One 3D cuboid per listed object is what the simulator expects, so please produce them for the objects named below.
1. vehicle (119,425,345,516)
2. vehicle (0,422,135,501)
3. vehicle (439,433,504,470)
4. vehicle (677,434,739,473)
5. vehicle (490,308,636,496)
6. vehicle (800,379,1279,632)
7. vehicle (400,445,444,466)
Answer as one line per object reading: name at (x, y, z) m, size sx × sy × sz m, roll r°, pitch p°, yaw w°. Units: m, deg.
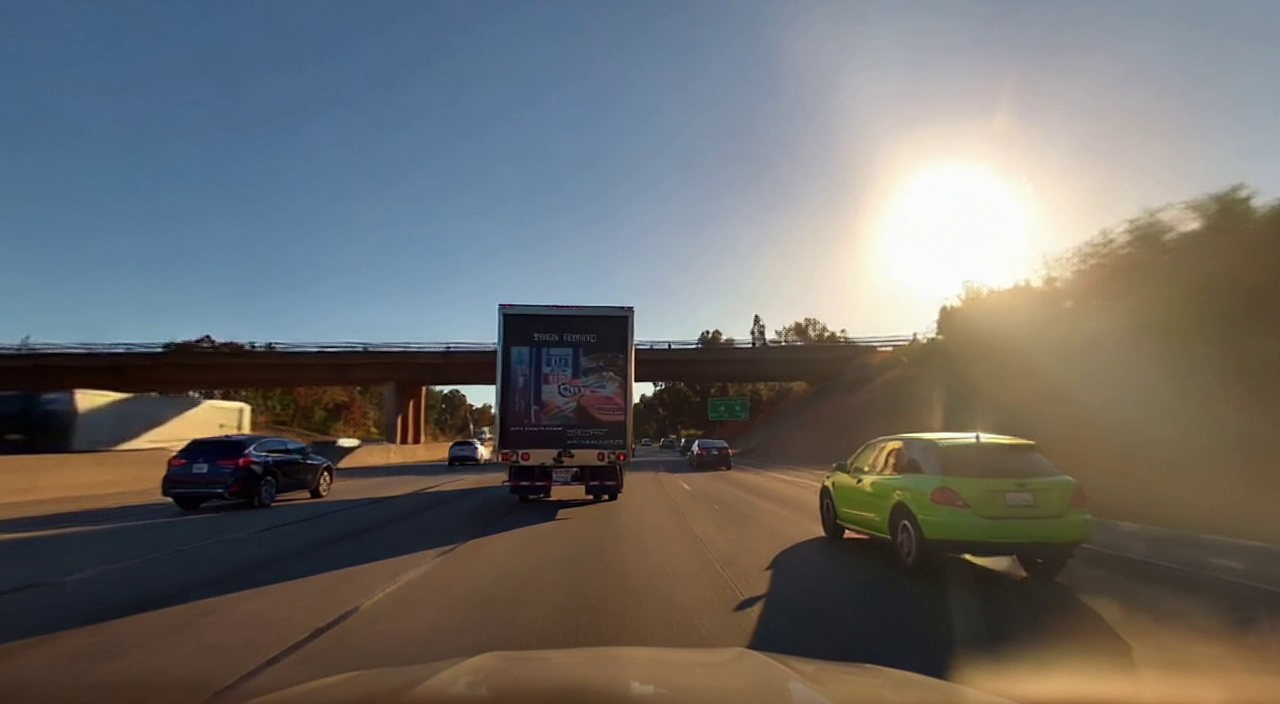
vehicle at (-8.532, 2.477, 13.776) m, size 2.048 × 1.652 × 4.421 m, roll 0°, pitch -8°, yaw -2°
vehicle at (-20.096, 3.534, 20.671) m, size 2.264 × 2.303 × 5.765 m, roll 0°, pitch -8°, yaw -2°
vehicle at (-8.351, 4.939, 31.591) m, size 2.057 × 1.698 × 4.550 m, roll 0°, pitch -8°, yaw 0°
vehicle at (2.813, 4.290, 27.031) m, size 2.003 × 1.519 × 4.580 m, roll 0°, pitch -8°, yaw -2°
vehicle at (-1.958, 1.647, 17.703) m, size 2.911 × 3.787 × 9.905 m, roll 1°, pitch -8°, yaw -5°
vehicle at (3.356, 1.303, 6.410) m, size 2.118 × 1.647 × 4.400 m, roll 0°, pitch -8°, yaw -2°
vehicle at (-17.163, 8.154, 49.664) m, size 1.874 × 1.491 × 4.393 m, roll 0°, pitch -7°, yaw 0°
